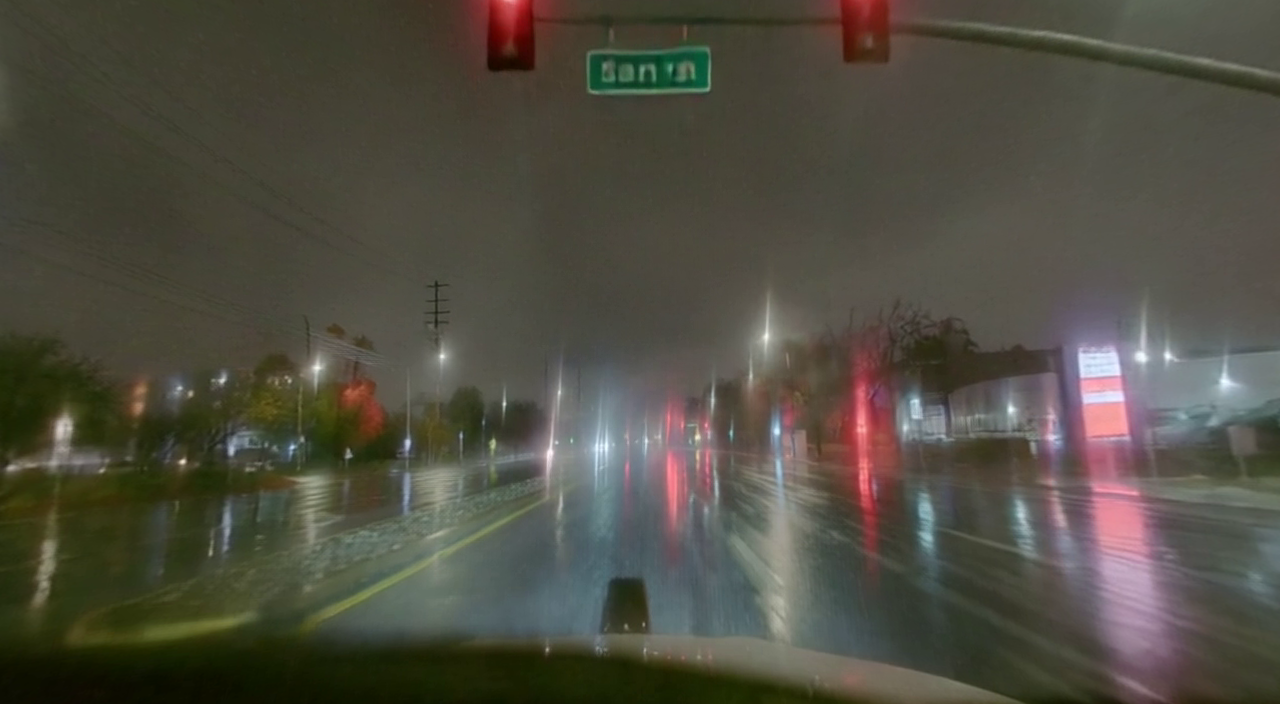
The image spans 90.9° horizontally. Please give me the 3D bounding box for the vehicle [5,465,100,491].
[{"bbox_3d":[-37.074,7.928,39.937,1.736,1.399,4.271,-1,-8,5],"label":"vehicle"}]
